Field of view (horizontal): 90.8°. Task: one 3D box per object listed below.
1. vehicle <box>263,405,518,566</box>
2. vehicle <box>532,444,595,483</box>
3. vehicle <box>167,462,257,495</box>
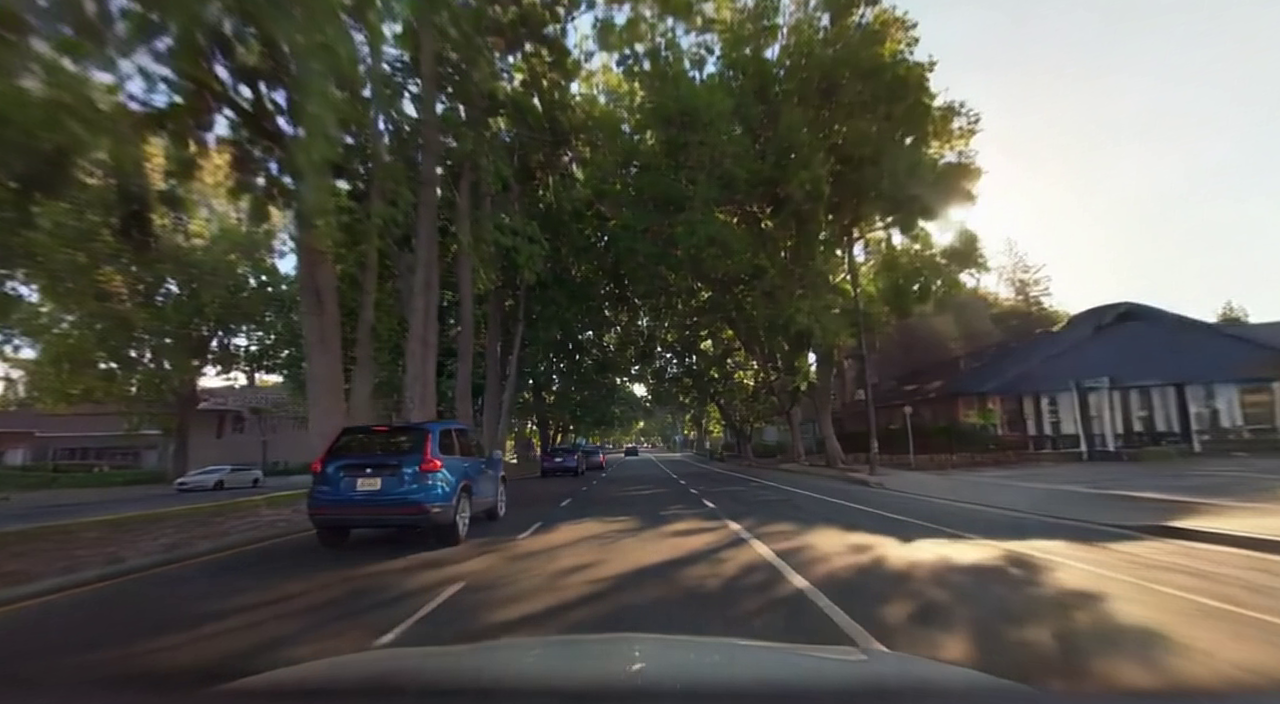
[{"bbox_3d":[-3.282,1.855,9.478,2.042,1.817,4.364,0,-9,0],"label":"vehicle"},{"bbox_3d":[-3.106,4.641,26.703,2.069,1.470,4.601,0,-8,0],"label":"vehicle"},{"bbox_3d":[-22.791,6.727,33.828,1.741,1.505,4.346,-1,-9,0],"label":"vehicle"}]
